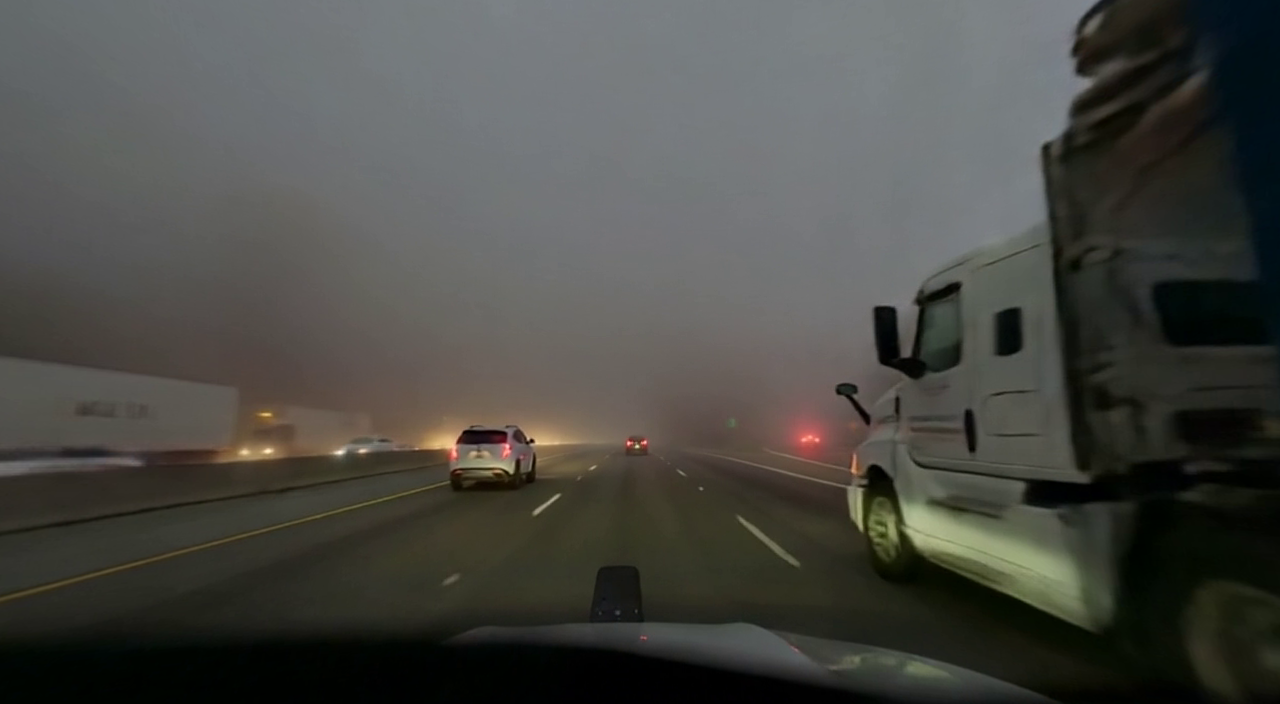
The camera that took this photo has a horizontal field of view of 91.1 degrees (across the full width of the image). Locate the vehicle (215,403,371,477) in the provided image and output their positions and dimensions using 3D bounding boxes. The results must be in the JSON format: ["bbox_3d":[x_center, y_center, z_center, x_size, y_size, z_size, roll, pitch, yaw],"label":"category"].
[{"bbox_3d":[-19.522,5.102,36.606,3.025,3.610,10.687,0,-8,0],"label":"vehicle"}]

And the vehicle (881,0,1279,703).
[{"bbox_3d":[3.663,-0.411,2.453,3.024,4.287,5.601,0,-7,-1],"label":"vehicle"}]

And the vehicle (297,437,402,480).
[{"bbox_3d":[-11.428,4.177,25.162,1.957,1.555,4.700,0,-8,0],"label":"vehicle"}]

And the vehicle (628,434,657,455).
[{"bbox_3d":[0.155,7.026,48.012,2.051,1.528,4.265,0,-8,-1],"label":"vehicle"}]

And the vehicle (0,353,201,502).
[{"bbox_3d":[-19.557,2.206,18.203,3.167,4.158,14.825,0,-8,-1],"label":"vehicle"}]

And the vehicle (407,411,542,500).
[{"bbox_3d":[-3.949,2.552,15.992,2.115,1.887,4.721,0,-8,0],"label":"vehicle"}]
